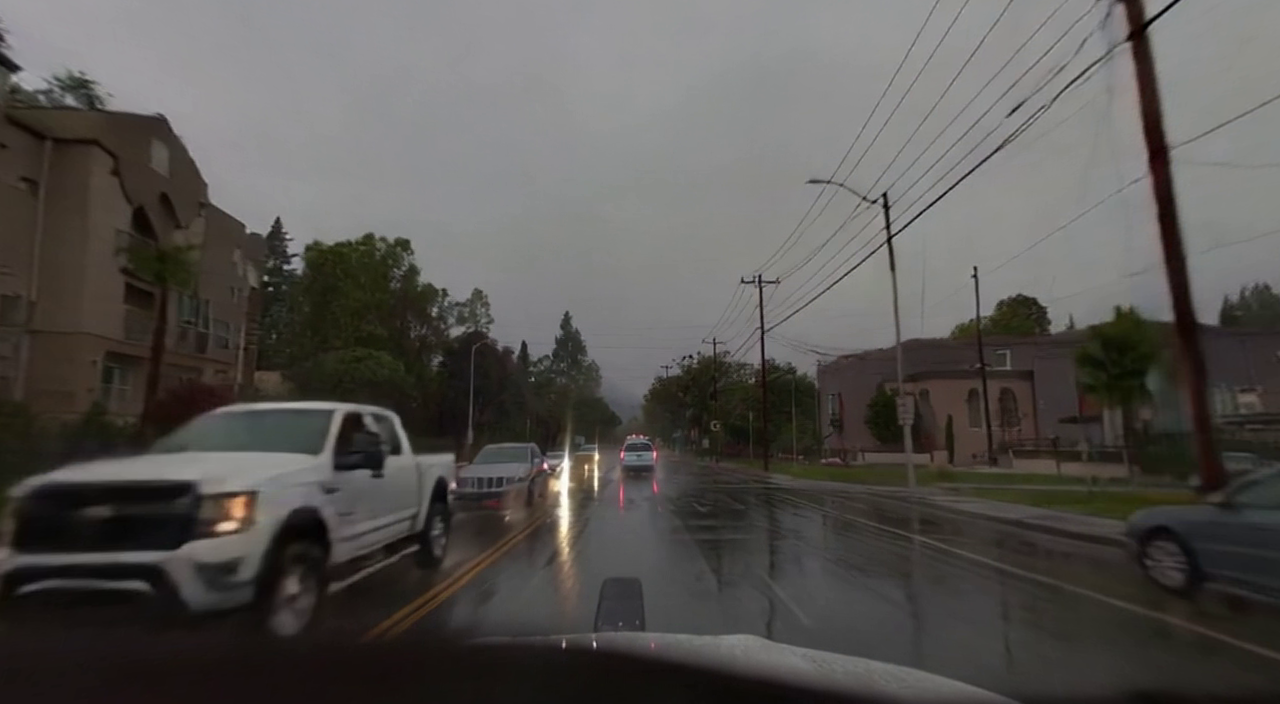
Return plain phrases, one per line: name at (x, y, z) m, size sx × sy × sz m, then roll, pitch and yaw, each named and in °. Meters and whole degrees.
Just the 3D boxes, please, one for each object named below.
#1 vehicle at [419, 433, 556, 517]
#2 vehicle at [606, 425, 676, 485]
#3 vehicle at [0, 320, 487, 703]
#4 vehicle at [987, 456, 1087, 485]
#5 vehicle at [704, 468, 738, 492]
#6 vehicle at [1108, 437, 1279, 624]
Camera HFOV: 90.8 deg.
vehicle at (-3.033, 2.530, 13.510) m, size 1.893 × 1.518 × 4.024 m, roll 0°, pitch -8°, yaw 0°
vehicle at (0.074, 3.790, 23.116) m, size 2.308 × 1.940 × 4.125 m, roll -1°, pitch -10°, yaw 1°
vehicle at (-2.910, 1.146, 4.950) m, size 2.178 × 1.861 × 4.920 m, roll 0°, pitch -8°, yaw 0°
vehicle at (21.937, 6.540, 35.011) m, size 4.262 × 1.474 × 1.929 m, roll 0°, pitch -8°, yaw -3°
vehicle at (6.217, 9.882, 49.144) m, size 2.023 × 1.611 × 4.614 m, roll 0°, pitch -9°, yaw 0°
vehicle at (6.132, 1.341, 4.445) m, size 1.943 × 1.490 × 4.783 m, roll 0°, pitch -8°, yaw -1°
